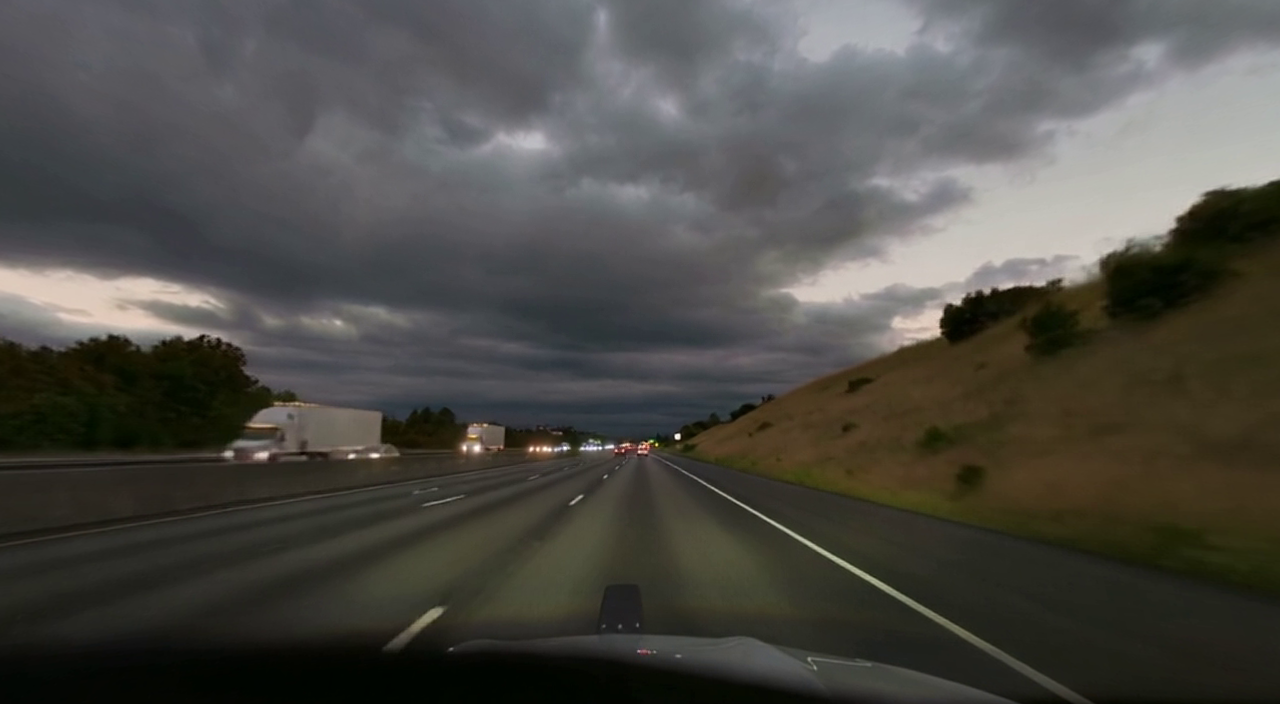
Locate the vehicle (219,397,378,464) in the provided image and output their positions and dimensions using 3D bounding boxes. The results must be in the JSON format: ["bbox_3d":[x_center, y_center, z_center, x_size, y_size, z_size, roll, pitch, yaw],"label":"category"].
[{"bbox_3d":[-23.041,5.744,44.307,2.900,3.886,14.872,0,-9,0],"label":"vehicle"}]
